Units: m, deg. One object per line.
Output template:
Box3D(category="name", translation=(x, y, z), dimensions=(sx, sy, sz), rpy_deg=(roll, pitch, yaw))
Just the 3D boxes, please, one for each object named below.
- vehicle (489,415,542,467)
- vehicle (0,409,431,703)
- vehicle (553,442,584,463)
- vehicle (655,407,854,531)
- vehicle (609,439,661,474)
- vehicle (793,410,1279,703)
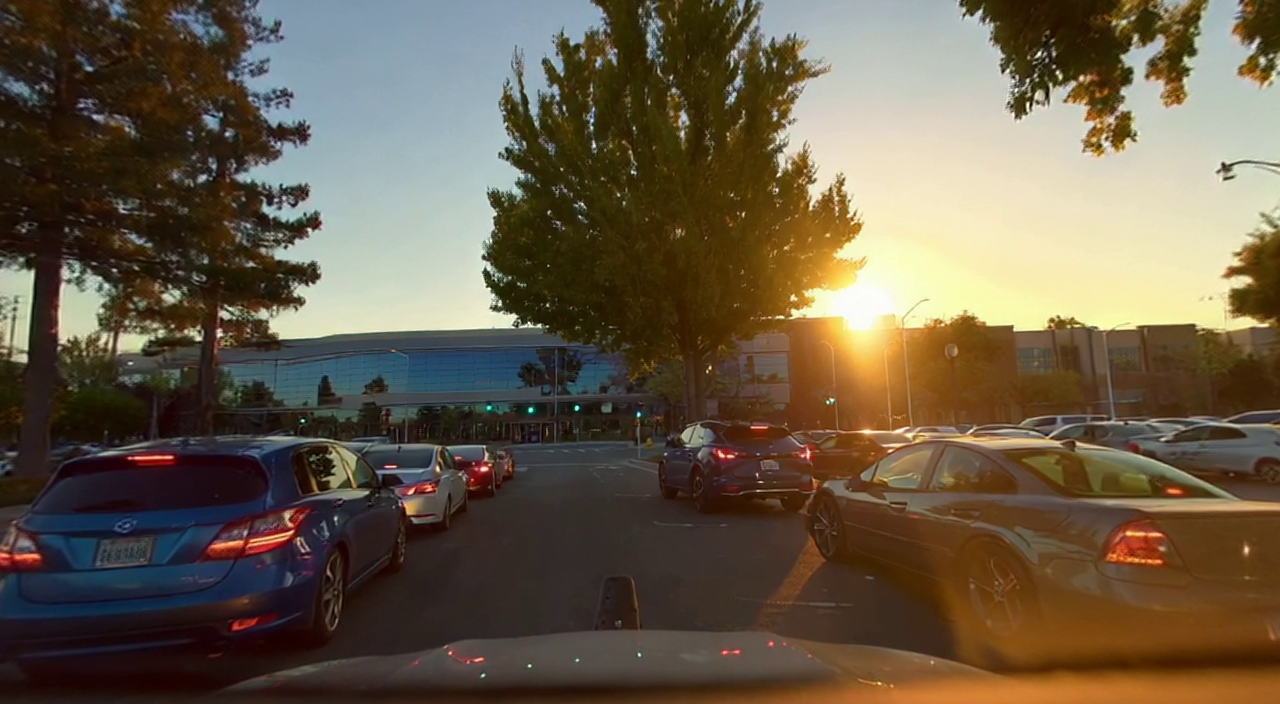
Box3D(category="vehicle", translation=(-8.485, 6.216, 43.930), dimensions=(2.820, 3.263, 7.986), rpy_deg=(1, -8, -6))
Box3D(category="vehicle", translation=(-2.894, 1.339, 5.109), dimensions=(1.968, 1.497, 4.286), rpy_deg=(2, -9, -15))
Box3D(category="vehicle", translation=(-5.274, 7.359, 46.508), dimensions=(2.095, 1.473, 4.301), rpy_deg=(1, -8, -7))
Box3D(category="vehicle", translation=(1.902, 2.254, 12.842), dimensions=(2.324, 1.907, 5.634), rpy_deg=(1, -8, -7))
Box3D(category="vehicle", translation=(-0.317, 4.789, 29.179), dimensions=(1.910, 1.493, 4.490), rpy_deg=(1, -8, -7))
Box3D(category="vehicle", translation=(3.155, 1.401, 5.624), dimensions=(1.904, 1.494, 4.864), rpy_deg=(1, -8, -6))
